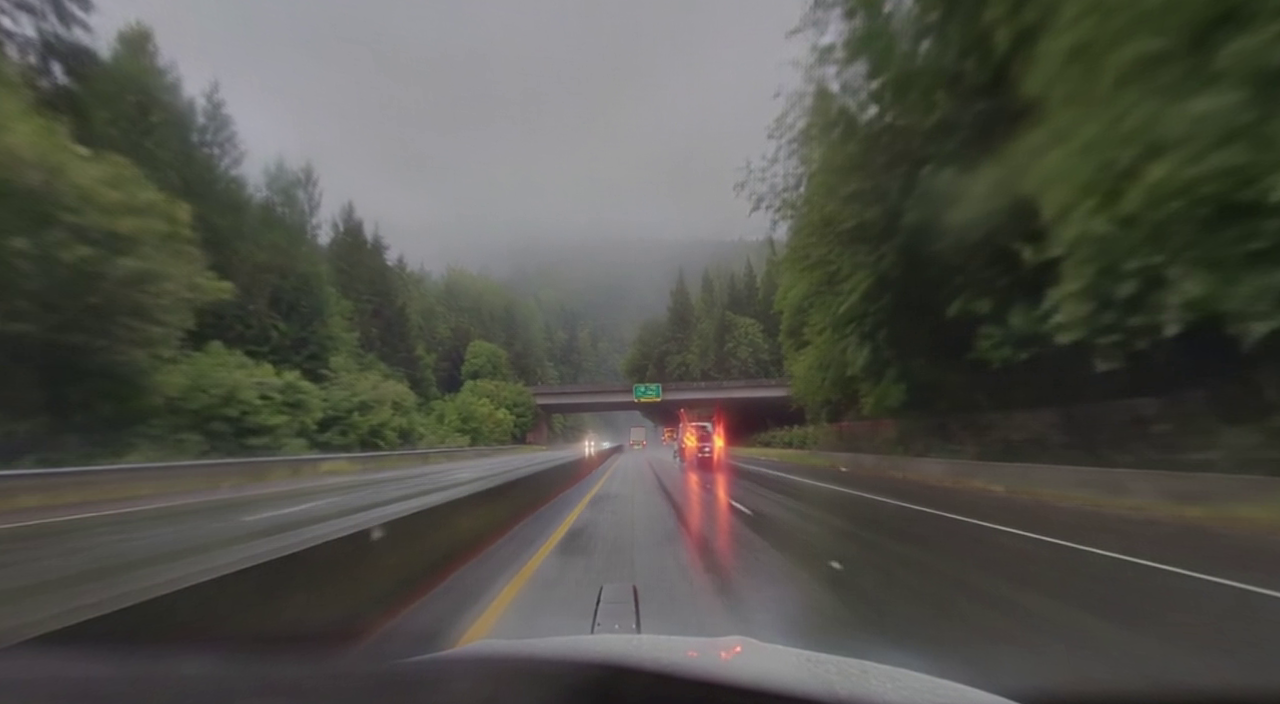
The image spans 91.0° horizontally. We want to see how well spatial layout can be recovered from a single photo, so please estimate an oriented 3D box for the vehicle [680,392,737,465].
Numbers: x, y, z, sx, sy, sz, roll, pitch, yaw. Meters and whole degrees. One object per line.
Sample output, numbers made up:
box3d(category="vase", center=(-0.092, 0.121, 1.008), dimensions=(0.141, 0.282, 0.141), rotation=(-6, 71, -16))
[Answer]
box3d(category="vehicle", center=(4.233, 4.866, 40.036), dimensions=(2.875, 4.206, 4.999), rotation=(-2, -7, -1))
